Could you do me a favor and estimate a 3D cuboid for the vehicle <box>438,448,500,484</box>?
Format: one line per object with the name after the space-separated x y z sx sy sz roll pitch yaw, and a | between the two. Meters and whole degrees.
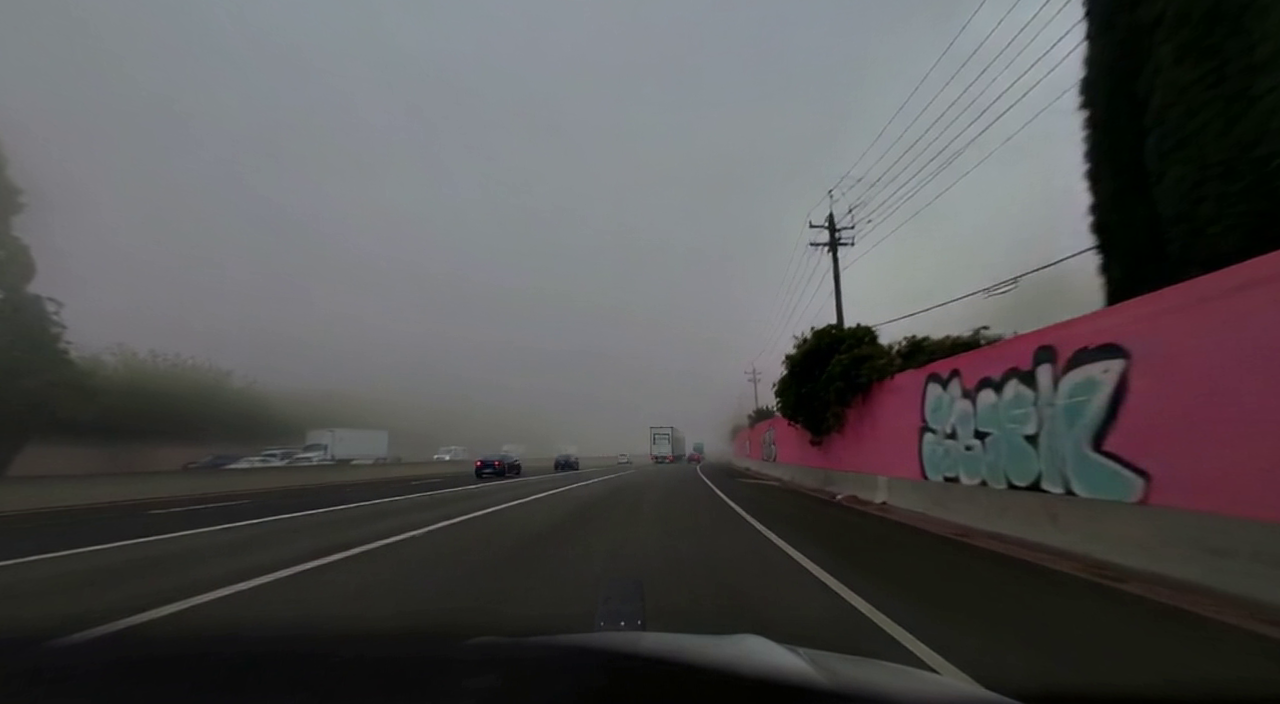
-7.440 4.974 27.659 1.708 1.489 2.840 -1 -9 6 | vehicle

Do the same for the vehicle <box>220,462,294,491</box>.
-20.009 6.510 33.068 1.551 1.343 3.308 -1 -9 6 | vehicle

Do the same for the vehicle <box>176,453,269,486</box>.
-23.676 6.648 35.943 2.075 1.694 4.379 -1 -9 4 | vehicle

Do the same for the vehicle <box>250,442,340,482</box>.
-23.009 7.346 42.367 2.521 2.525 5.345 -2 -9 7 | vehicle
